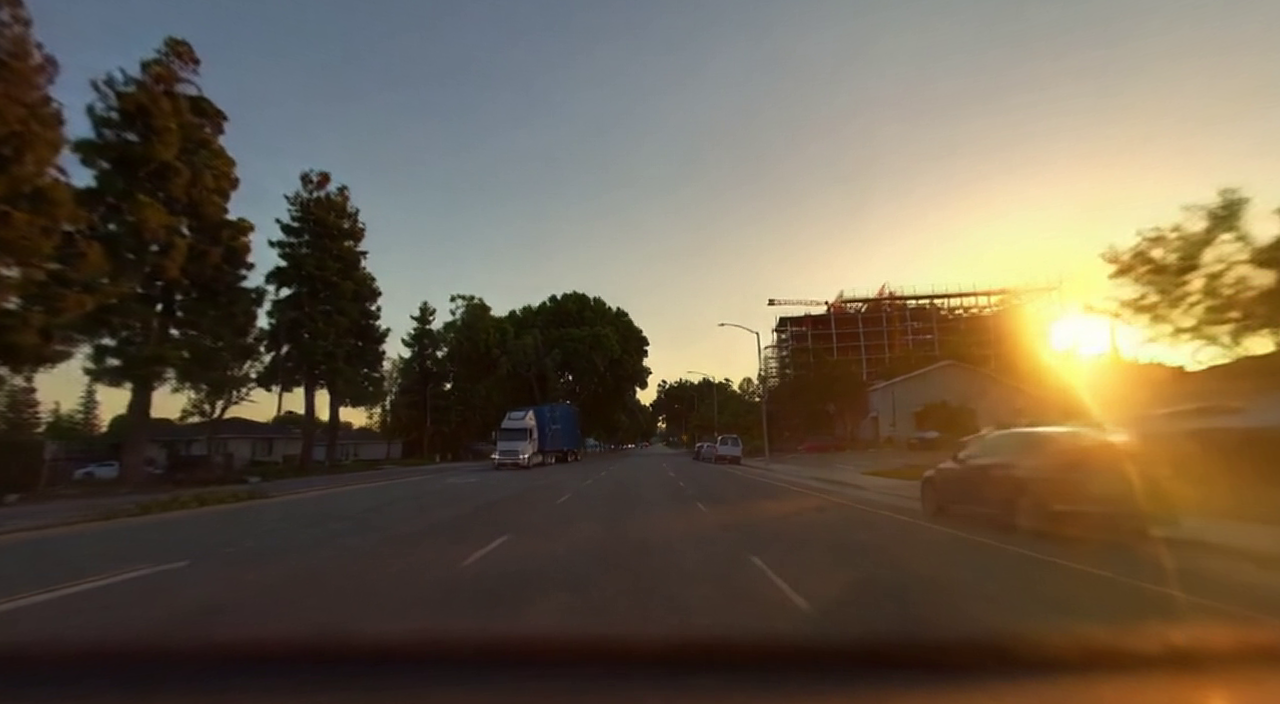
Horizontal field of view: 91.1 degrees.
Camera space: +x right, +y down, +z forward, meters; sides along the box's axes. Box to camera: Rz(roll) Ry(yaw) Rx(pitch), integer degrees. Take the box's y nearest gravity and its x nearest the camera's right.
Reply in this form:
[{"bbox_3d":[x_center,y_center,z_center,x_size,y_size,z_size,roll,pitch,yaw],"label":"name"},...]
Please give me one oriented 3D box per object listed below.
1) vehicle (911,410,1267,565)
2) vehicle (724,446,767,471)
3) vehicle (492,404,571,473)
[{"bbox_3d":[6.610,2.034,10.243,2.169,1.880,4.849,0,-9,0],"label":"vehicle"},{"bbox_3d":[6.764,6.846,40.668,1.933,1.488,4.736,0,-9,0],"label":"vehicle"},{"bbox_3d":[-6.857,5.803,41.708,3.071,3.982,10.729,-1,-9,2],"label":"vehicle"}]
